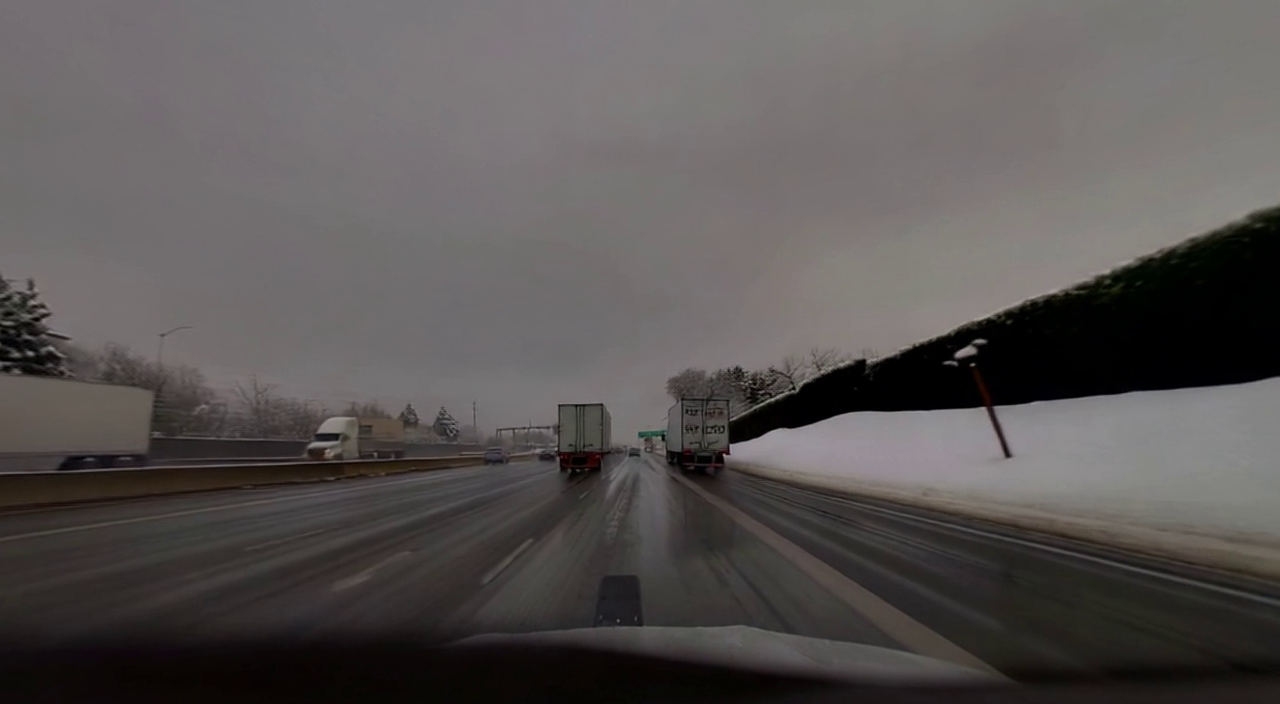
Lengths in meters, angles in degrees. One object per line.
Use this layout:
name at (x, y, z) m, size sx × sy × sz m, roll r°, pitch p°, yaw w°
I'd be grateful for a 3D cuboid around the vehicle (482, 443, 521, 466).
vehicle at (-10.597, 7.868, 48.662) m, size 2.132 × 1.679 × 4.045 m, roll 0°, pitch -9°, yaw -1°

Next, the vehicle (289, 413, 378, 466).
vehicle at (-23.427, 6.803, 48.973) m, size 3.025 × 3.725 × 7.836 m, roll 0°, pitch -9°, yaw -1°

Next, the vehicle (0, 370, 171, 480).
vehicle at (-23.433, 2.694, 22.933) m, size 2.831 × 3.746 × 13.356 m, roll 0°, pitch -9°, yaw -1°

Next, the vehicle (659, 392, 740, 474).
vehicle at (3.198, 5.097, 39.464) m, size 2.908 × 3.898 × 17.275 m, roll 2°, pitch -8°, yaw -1°

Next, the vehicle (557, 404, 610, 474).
vehicle at (-3.624, 6.027, 44.138) m, size 2.848 × 4.098 × 13.421 m, roll 1°, pitch -7°, yaw -2°
